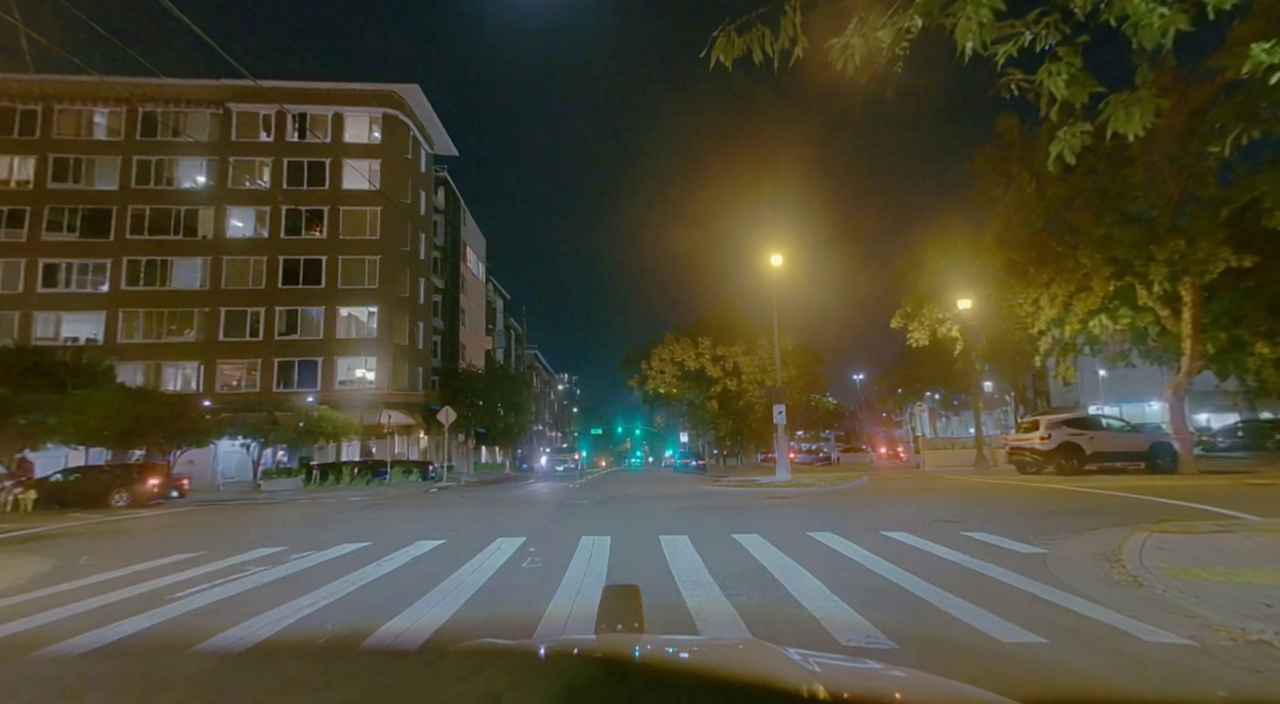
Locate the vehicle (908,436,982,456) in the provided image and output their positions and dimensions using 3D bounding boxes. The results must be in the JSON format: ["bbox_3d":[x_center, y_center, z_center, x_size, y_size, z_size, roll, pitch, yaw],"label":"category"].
[{"bbox_3d":[23.014,7.088,47.774,4.528,1.475,2.070,0,-8,3],"label":"vehicle"}]

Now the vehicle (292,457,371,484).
[{"bbox_3d":[-23.180,8.891,47.508,4.844,1.836,2.117,-1,-8,5],"label":"vehicle"}]

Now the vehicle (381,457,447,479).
[{"bbox_3d":[-16.931,8.661,47.370,4.203,1.544,1.889,0,-8,1],"label":"vehicle"}]

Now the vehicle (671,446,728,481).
[{"bbox_3d":[3.218,5.857,33.481,1.942,1.603,3.785,0,-8,23],"label":"vehicle"}]

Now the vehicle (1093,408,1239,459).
[{"bbox_3d":[22.305,3.533,27.146,2.137,1.962,4.988,-1,-8,3],"label":"vehicle"}]

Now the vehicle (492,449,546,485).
[{"bbox_3d":[-7.616,7.251,40.253,2.193,1.814,5.061,-9,-8,0],"label":"vehicle"}]

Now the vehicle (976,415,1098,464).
[{"bbox_3d":[16.744,3.791,26.999,2.041,1.921,4.574,0,-9,-2],"label":"vehicle"}]

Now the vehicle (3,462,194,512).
[{"bbox_3d":[-17.315,4.318,20.373,4.439,1.448,1.793,0,-9,0],"label":"vehicle"}]

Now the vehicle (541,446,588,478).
[{"bbox_3d":[-4.454,6.542,37.705,2.102,1.768,4.290,-2,-9,2],"label":"vehicle"}]
